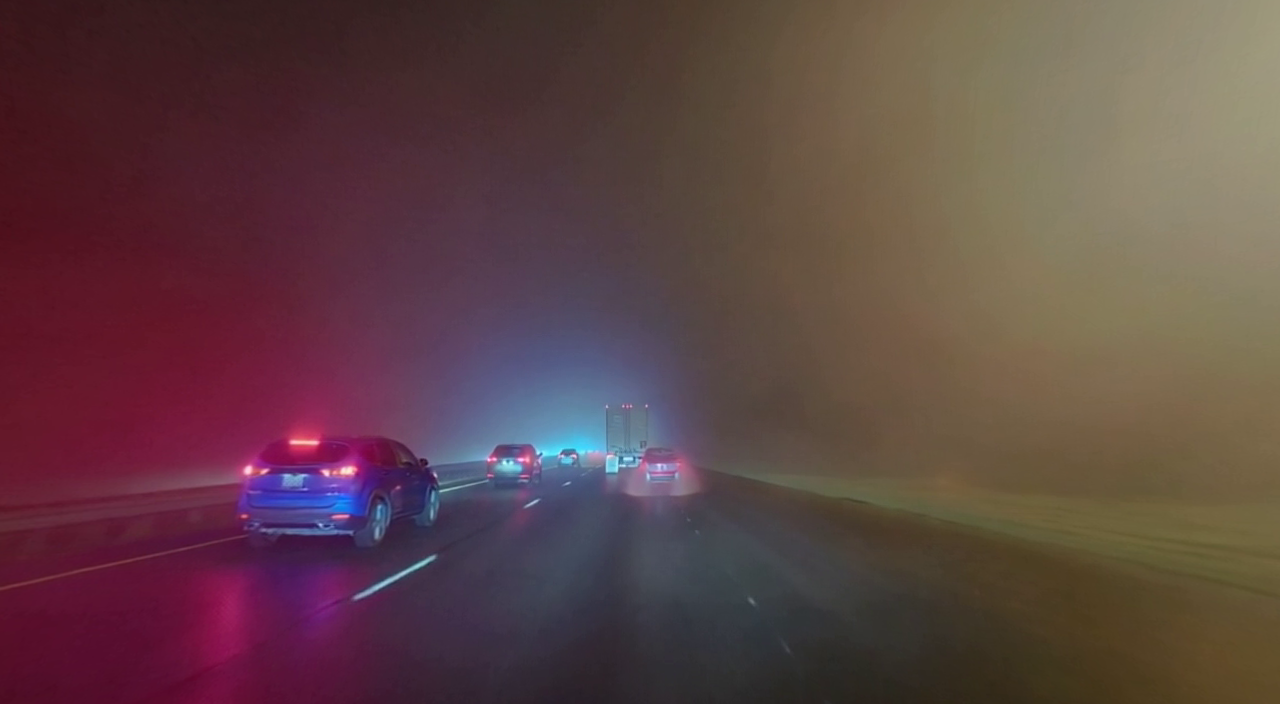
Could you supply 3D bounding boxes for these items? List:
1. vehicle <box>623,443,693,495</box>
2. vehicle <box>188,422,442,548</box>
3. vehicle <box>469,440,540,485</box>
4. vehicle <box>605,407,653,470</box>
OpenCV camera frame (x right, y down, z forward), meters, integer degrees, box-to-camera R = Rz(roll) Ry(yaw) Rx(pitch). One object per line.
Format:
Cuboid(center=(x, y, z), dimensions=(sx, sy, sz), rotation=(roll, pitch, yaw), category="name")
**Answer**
Cuboid(center=(0.477, 3.720, 20.332), dimensions=(2.026, 1.489, 4.045), rotation=(0, -9, -2), category="vehicle")
Cuboid(center=(-5.041, 2.117, 10.564), dimensions=(2.100, 1.671, 4.105), rotation=(0, -9, -1), category="vehicle")
Cuboid(center=(-5.385, 4.432, 25.380), dimensions=(2.035, 1.664, 4.064), rotation=(0, -9, -1), category="vehicle")
Cuboid(center=(-0.934, 6.414, 45.847), dimensions=(3.113, 4.066, 10.786), rotation=(0, -9, -2), category="vehicle")
